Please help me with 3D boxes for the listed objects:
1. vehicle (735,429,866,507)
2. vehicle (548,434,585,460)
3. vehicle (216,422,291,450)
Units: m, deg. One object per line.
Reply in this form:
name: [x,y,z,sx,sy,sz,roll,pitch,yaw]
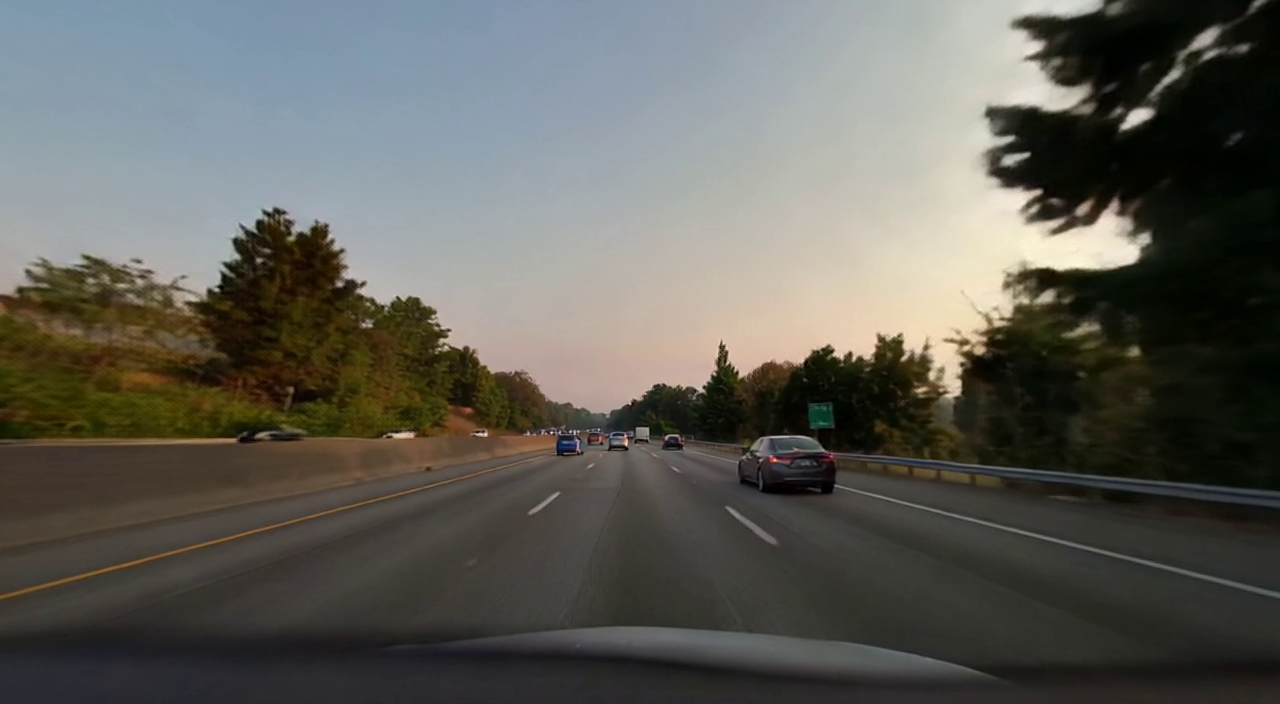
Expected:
vehicle: [3.512,2.584,14.557,1.883,1.536,3.792,0,-8,-2]
vehicle: [-4.628,6.014,40.150,1.941,1.529,4.111,0,-8,-1]
vehicle: [-21.947,4.797,35.981,1.745,1.457,4.149,0,-8,-2]
